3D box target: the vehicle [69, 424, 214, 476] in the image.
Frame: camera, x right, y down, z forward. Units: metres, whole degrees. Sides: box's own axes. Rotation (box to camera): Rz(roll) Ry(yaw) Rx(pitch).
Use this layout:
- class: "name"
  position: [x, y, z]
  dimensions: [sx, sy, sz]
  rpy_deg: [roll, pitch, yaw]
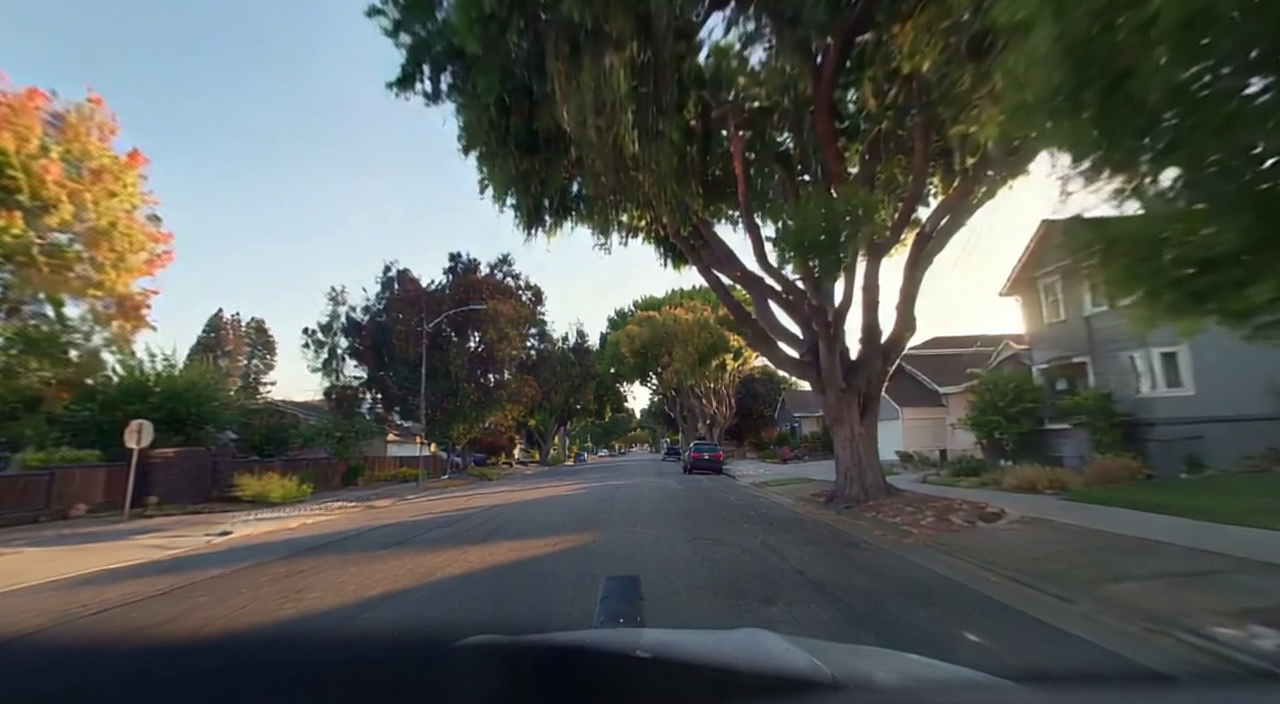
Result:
- class: "vehicle"
  position: [-28.856, 5.828, 37.060]
  dimensions: [2.735, 2.720, 6.677]
  rpy_deg: [-1, -10, 3]

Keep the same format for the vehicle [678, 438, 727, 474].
- class: "vehicle"
  position: [3.207, 5.464, 33.371]
  dimensions: [2.055, 1.738, 4.448]
  rpy_deg: [0, -9, -1]
